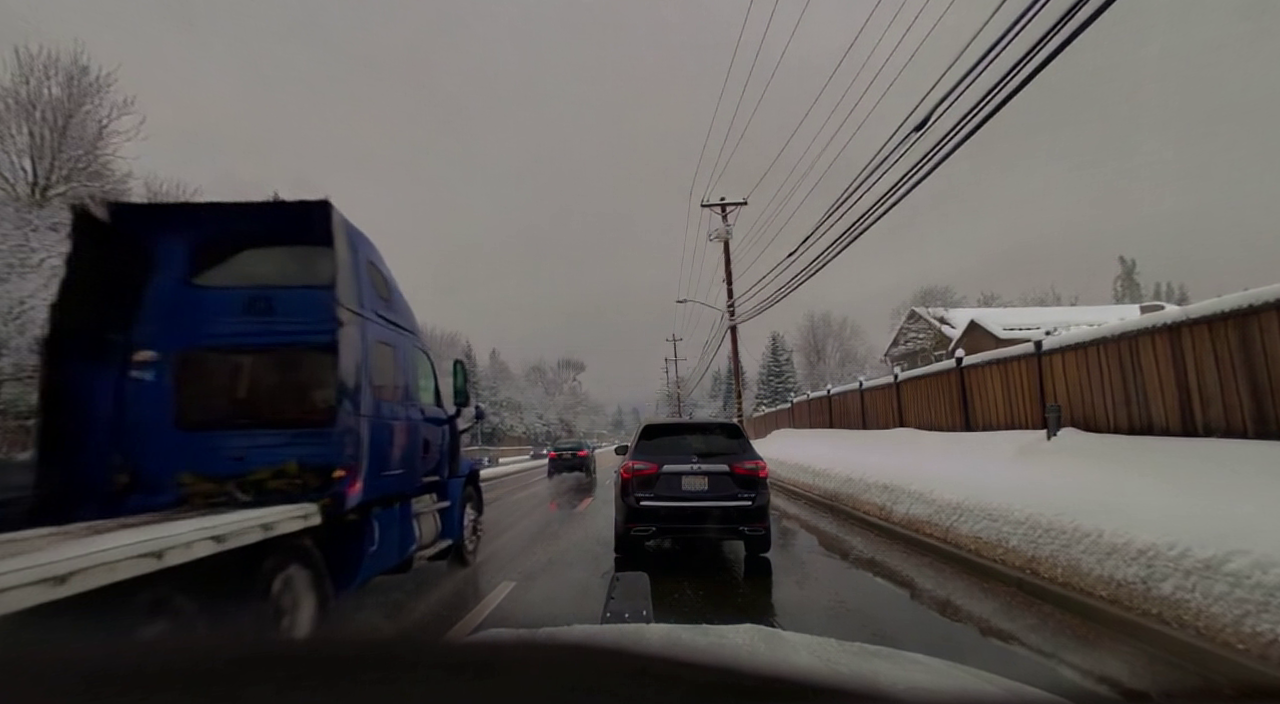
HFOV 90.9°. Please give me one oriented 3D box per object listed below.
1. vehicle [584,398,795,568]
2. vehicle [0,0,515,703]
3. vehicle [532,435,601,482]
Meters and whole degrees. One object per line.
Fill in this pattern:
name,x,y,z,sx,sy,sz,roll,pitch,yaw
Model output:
vehicle,0.487,1.669,8.673,2.174,1.749,4.113,0,-9,-1
vehicle,-3.110,0.166,3.373,2.928,3.658,8.980,0,-9,1
vehicle,-2.709,4.082,24.323,2.037,1.639,4.213,0,-9,2
